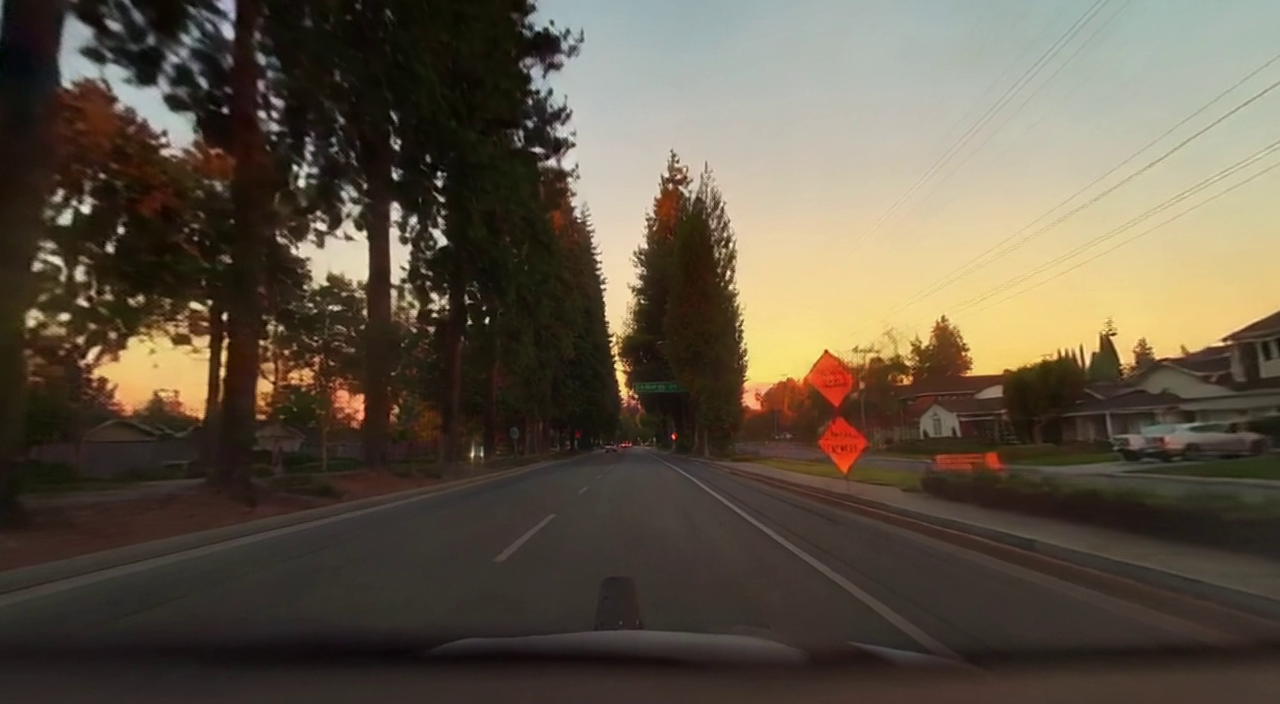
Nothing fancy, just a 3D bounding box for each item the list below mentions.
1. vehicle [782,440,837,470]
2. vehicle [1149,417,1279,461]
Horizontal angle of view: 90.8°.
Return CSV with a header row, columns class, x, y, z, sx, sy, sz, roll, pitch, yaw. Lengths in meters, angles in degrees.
class,x,y,z,sx,sy,sz,roll,pitch,yaw
vehicle,8.593,5.252,32.350,1.733,1.449,3.764,0,-8,0
vehicle,25.564,3.809,27.631,4.601,1.801,2.122,-1,-9,2
